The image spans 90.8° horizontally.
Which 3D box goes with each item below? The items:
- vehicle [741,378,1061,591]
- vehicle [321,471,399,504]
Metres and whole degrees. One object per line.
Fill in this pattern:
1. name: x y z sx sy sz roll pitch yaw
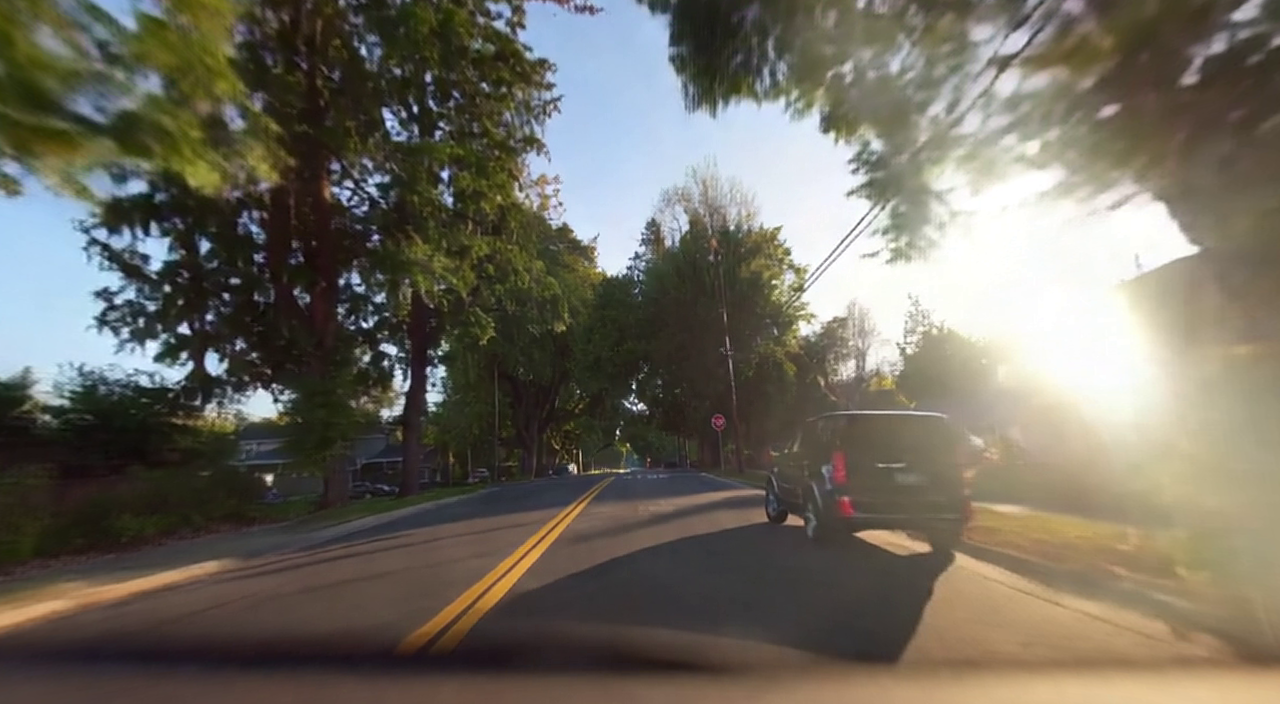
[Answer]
1. vehicle: 2.715 1.538 8.014 2.109 1.875 4.488 -1 -9 0
2. vehicle: -18.460 8.929 41.642 4.274 1.626 2.093 -7 -10 10
